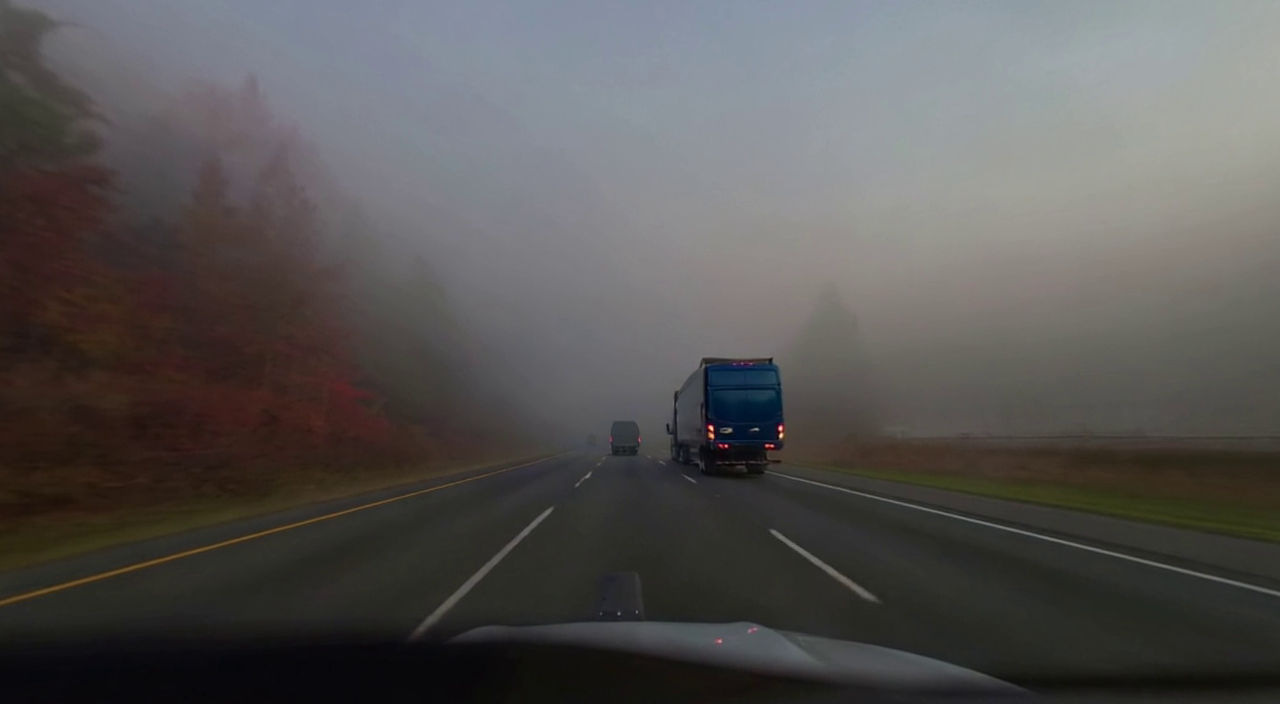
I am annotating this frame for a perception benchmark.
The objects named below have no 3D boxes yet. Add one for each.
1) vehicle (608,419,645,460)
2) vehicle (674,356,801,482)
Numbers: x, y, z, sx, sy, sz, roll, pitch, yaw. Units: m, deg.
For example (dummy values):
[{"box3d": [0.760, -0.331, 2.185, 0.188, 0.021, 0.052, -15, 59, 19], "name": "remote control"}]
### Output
[{"box3d": [-0.908, 6.086, 43.800, 2.389, 2.637, 5.437, 0, -8, -1], "name": "vehicle"}, {"box3d": [3.530, 3.048, 27.180, 3.128, 4.087, 13.351, 0, -8, -1], "name": "vehicle"}]
